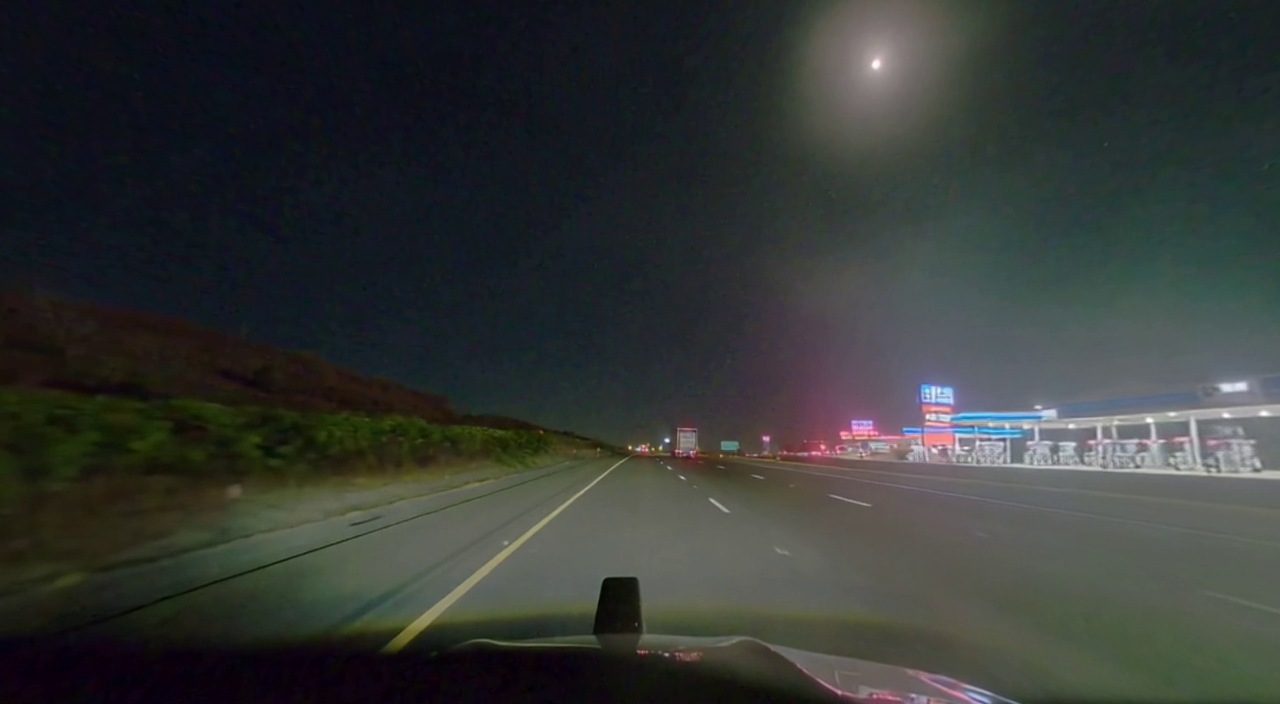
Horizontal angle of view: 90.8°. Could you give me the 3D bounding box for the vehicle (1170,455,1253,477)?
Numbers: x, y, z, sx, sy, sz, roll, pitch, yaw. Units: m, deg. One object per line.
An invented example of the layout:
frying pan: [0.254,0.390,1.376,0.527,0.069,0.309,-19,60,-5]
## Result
vehicle: [43.429,8.636,48.155,1.820,1.466,4.874,0,-8,1]
